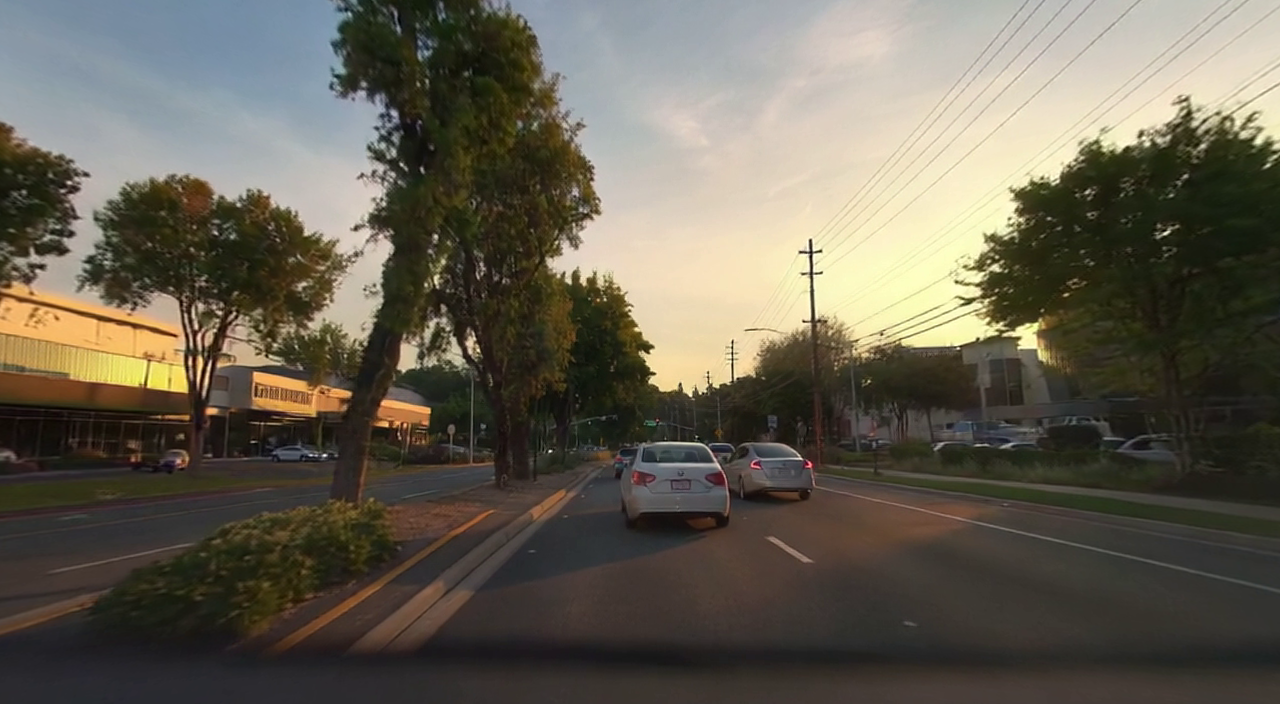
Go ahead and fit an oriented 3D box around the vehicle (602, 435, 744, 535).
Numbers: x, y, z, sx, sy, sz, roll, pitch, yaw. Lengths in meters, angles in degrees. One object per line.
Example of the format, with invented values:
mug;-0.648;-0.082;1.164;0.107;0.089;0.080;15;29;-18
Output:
vehicle;0.419;2.307;11.574;2.144;1.473;4.028;0;-8;-2

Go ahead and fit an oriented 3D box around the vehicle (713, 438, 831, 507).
vehicle;3.148;2.950;15.919;1.985;1.489;4.036;0;-8;-2
